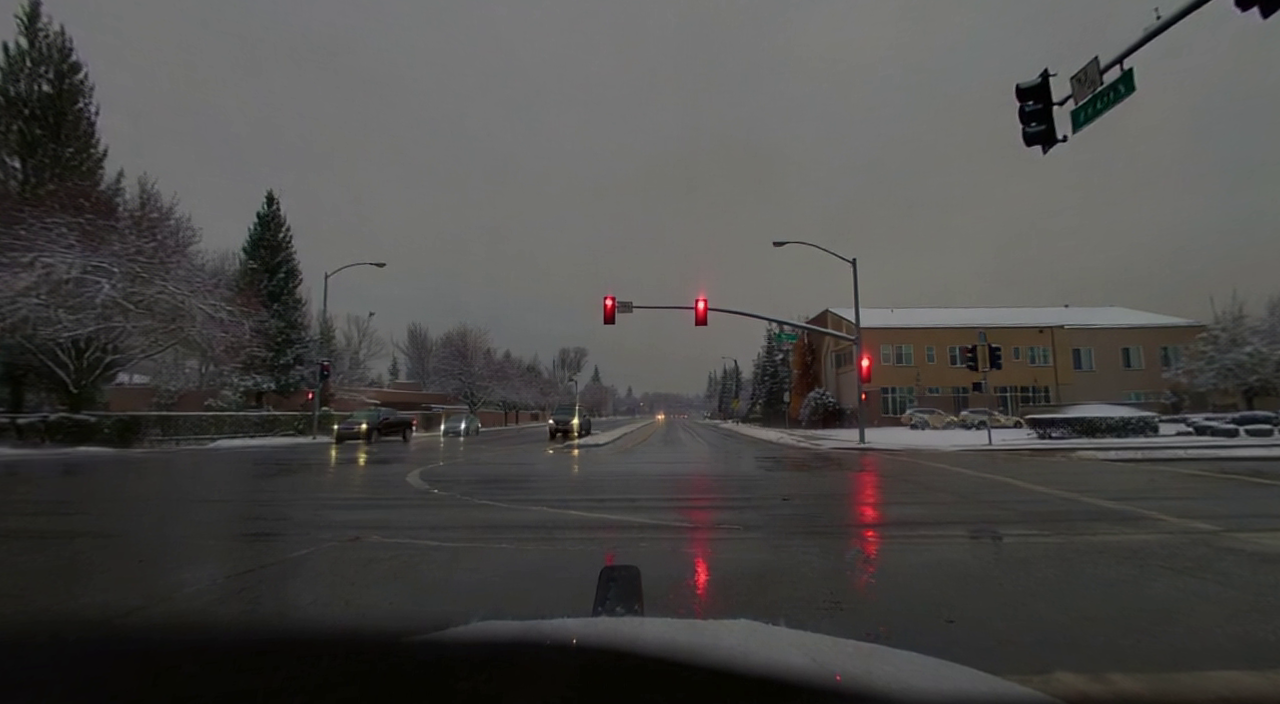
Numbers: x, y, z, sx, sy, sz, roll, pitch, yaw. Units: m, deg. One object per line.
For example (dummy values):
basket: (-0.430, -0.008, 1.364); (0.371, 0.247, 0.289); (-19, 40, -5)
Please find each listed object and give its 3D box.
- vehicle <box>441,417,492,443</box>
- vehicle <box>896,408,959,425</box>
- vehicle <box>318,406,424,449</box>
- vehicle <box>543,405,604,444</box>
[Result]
vehicle: (-11.234, 5.122, 41.135); (1.899, 1.510, 4.294); (-1, -8, 3)
vehicle: (22.005, 4.942, 48.439); (3.933, 1.219, 1.700); (-1, -9, 3)
vehicle: (-12.866, 3.730, 30.680); (2.340, 1.902, 4.920); (-2, -9, 10)
vehicle: (-3.446, 3.967, 33.845); (2.306, 1.907, 5.382); (-1, -8, 4)
